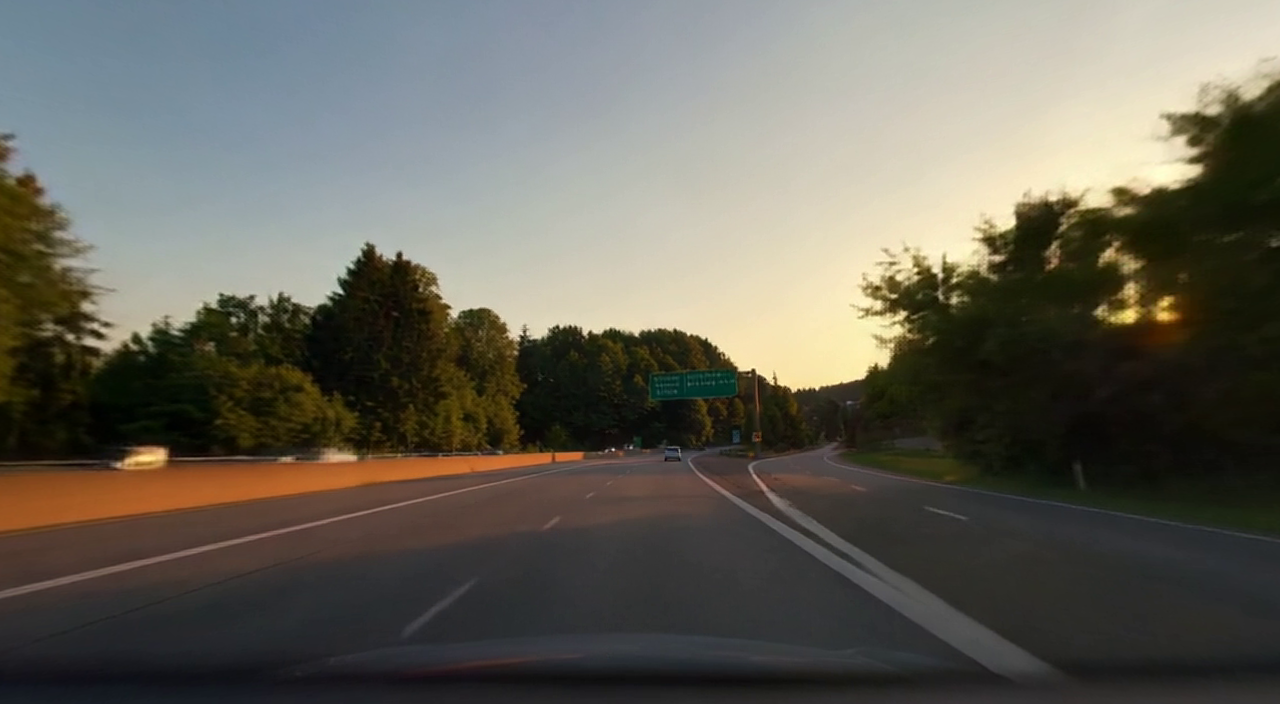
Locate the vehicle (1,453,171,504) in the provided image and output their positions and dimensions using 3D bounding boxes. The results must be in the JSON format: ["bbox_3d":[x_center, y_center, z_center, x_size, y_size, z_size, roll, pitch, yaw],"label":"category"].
[{"bbox_3d":[-18.210,4.142,21.036,1.993,1.503,3.964,0,-9,1],"label":"vehicle"}]

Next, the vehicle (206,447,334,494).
[{"bbox_3d":[-13.873,4.454,24.019,1.996,1.606,4.535,0,-9,2],"label":"vehicle"}]
